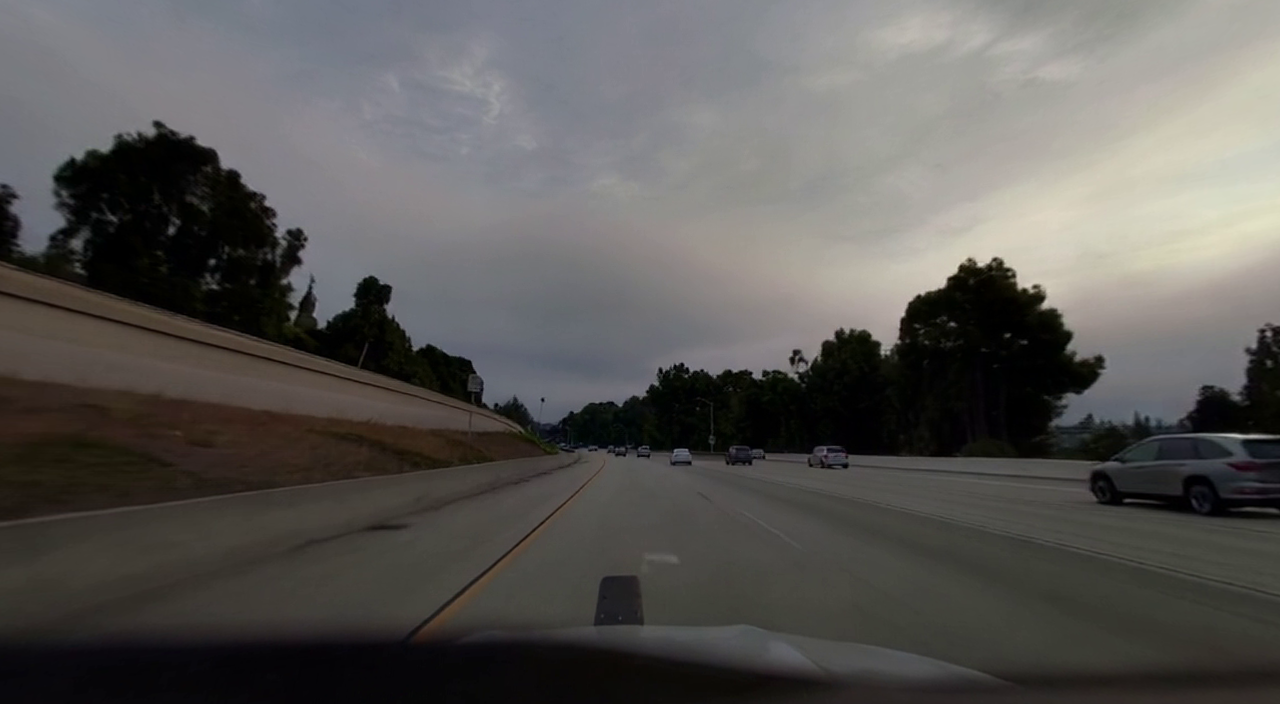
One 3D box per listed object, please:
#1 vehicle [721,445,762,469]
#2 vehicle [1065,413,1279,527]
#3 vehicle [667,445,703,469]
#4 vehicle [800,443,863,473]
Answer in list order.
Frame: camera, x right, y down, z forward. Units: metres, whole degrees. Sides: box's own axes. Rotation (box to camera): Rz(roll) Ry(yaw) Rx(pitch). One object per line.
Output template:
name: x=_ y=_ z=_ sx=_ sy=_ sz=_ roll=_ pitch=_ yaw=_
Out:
vehicle: x=6.862 y=7.122 z=42.929 sx=1.904 sy=1.488 sz=4.299 roll=1 pitch=-8 yaw=-3
vehicle: x=10.857 y=2.174 z=12.124 sx=2.077 sy=1.763 sz=4.472 roll=0 pitch=-8 yaw=-1
vehicle: x=2.904 y=6.913 z=41.644 sx=1.934 sy=1.491 sz=3.982 roll=1 pitch=-8 yaw=-3
vehicle: x=10.577 y=5.871 z=35.078 sx=1.987 sy=1.546 sz=4.271 roll=1 pitch=-8 yaw=-3
